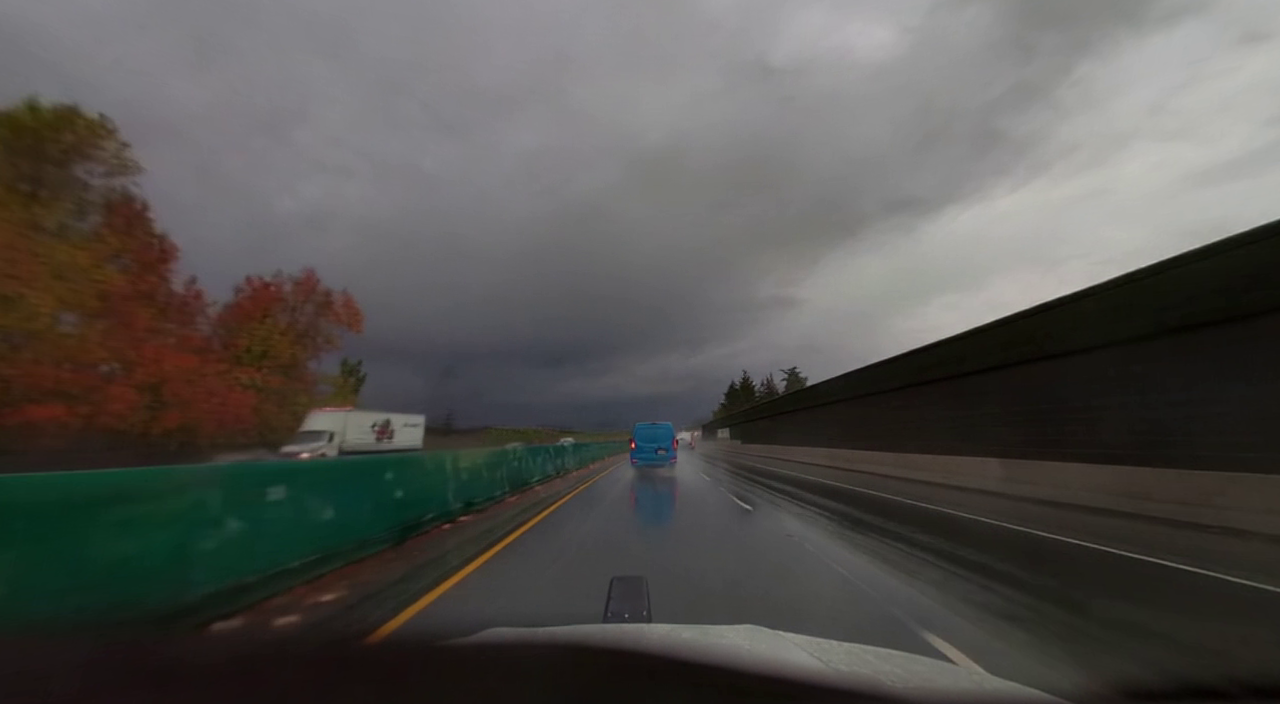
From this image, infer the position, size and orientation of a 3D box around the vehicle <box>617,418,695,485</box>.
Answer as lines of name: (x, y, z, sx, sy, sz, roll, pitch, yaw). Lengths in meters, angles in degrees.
vehicle: (0.478, 3.241, 20.710, 2.283, 1.956, 4.421, 0, -8, 0)

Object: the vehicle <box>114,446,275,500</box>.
vehicle: (-14.794, 4.001, 21.322, 1.960, 1.565, 4.781, 0, -8, 0)

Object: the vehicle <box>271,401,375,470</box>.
vehicle: (-20.430, 5.507, 41.093, 2.976, 4.117, 6.443, 0, -8, 3)
